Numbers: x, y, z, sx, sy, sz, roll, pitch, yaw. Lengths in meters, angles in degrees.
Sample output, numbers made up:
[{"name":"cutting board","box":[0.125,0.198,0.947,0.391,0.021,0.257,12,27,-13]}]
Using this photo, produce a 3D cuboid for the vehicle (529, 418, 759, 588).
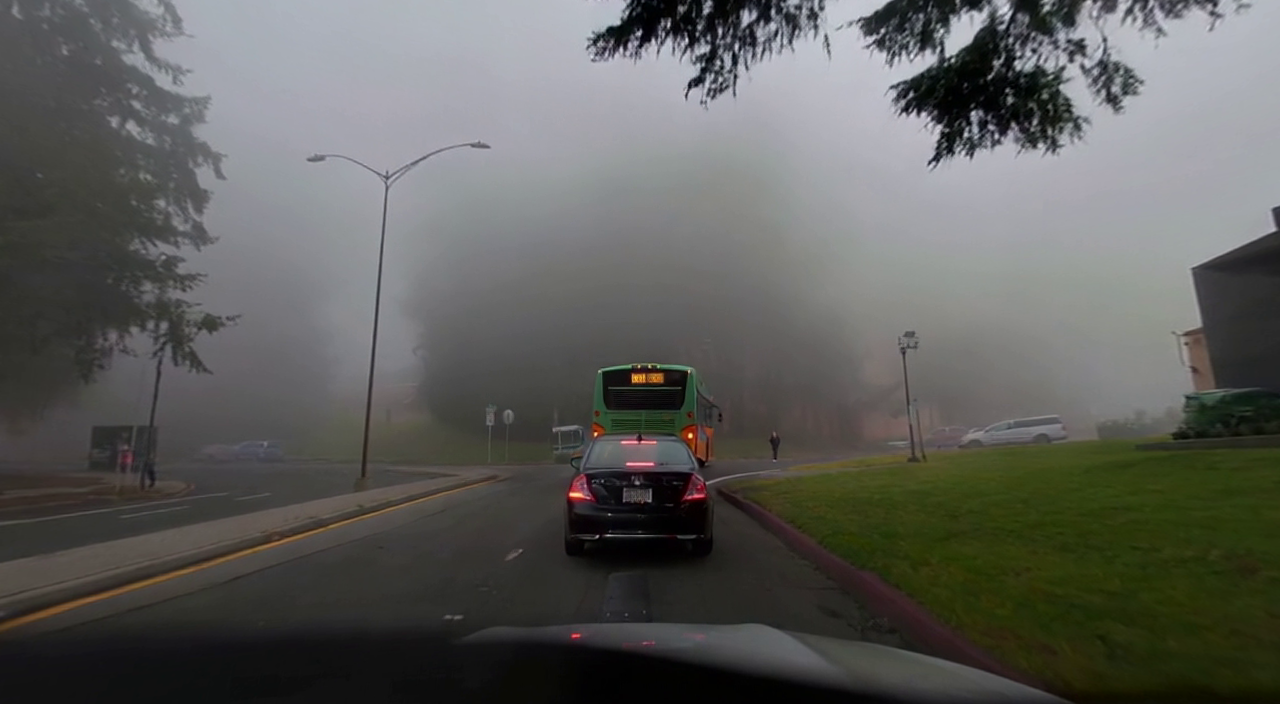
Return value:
[{"name":"vehicle","box":[0.060,1.624,7.581,2.020,1.478,3.922,0,-8,1]}]

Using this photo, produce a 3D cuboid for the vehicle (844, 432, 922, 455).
[{"name":"vehicle","box":[15.755,5.939,40.827,4.422,1.457,1.882,-5,-10,29]}]

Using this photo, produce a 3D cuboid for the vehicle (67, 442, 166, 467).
[{"name":"vehicle","box":[-32.054,6.280,38.723,4.473,1.442,1.743,7,-11,-38]}]

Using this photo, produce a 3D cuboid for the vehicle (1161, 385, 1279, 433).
[{"name":"vehicle","box":[20.730,1.979,21.301,1.781,1.458,4.359,3,-9,-23]}]

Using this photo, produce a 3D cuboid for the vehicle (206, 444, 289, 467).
[{"name":"vehicle","box":[-25.949,6.869,41.842,4.403,1.422,1.697,4,-9,-26]}]
